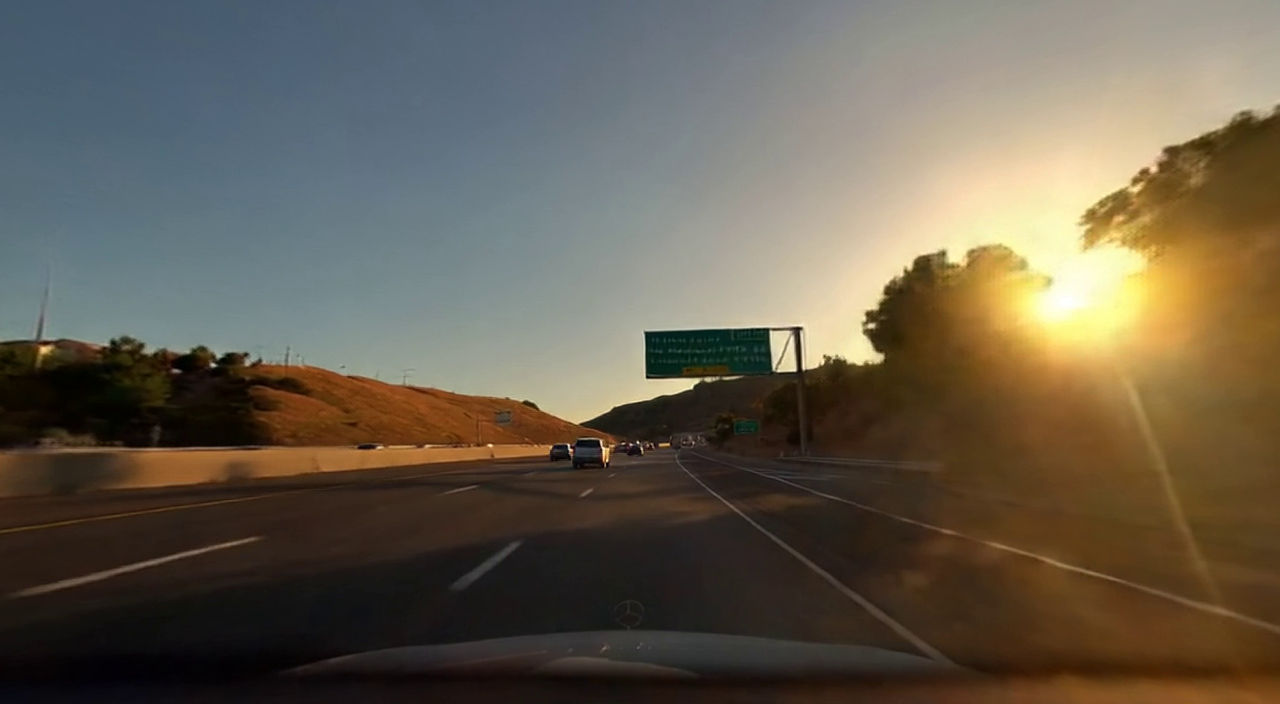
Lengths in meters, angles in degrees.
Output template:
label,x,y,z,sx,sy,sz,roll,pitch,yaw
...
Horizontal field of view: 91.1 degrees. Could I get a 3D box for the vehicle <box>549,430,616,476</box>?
label,x,y,z,sx,sy,sz,roll,pitch,yaw
vehicle,-2.520,4.639,28.965,2.413,1.896,5.218,0,-8,2
